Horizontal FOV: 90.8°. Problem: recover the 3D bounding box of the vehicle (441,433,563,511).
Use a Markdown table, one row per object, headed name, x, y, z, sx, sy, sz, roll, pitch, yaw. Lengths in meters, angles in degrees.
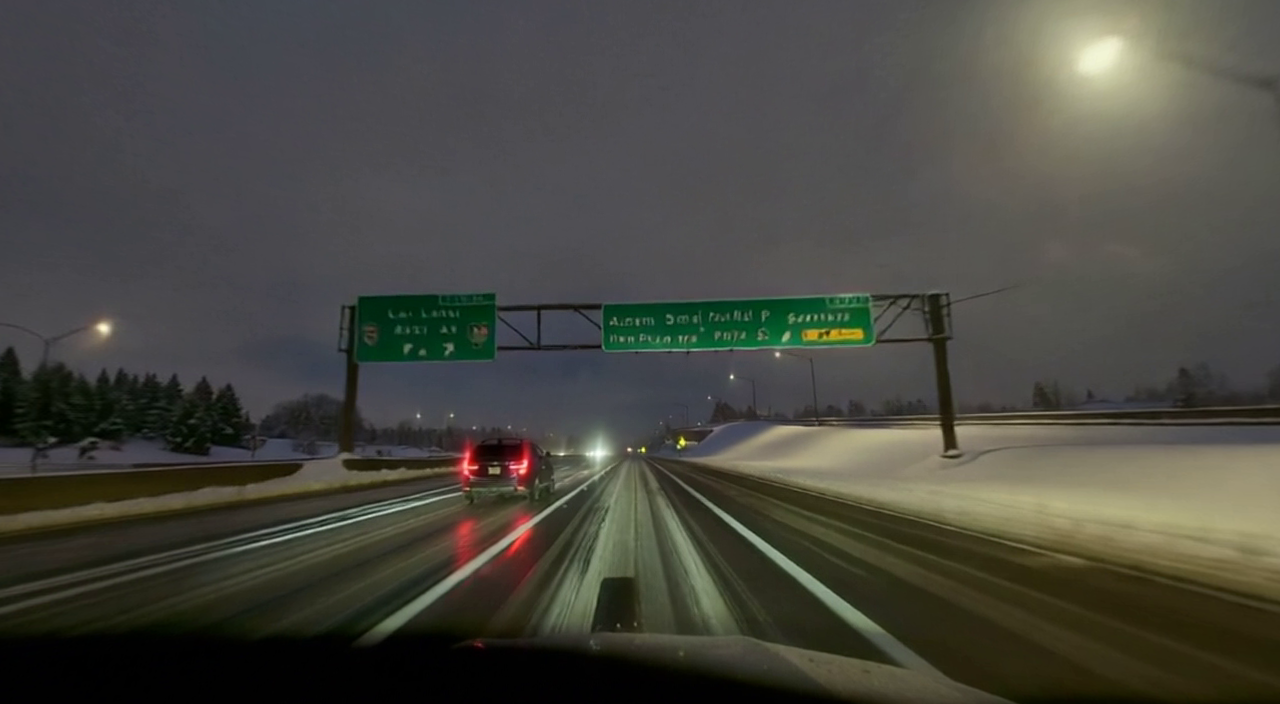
| name | x | y | z | sx | sy | sz | roll | pitch | yaw |
| --- | --- | --- | --- | --- | --- | --- | --- | --- | --- |
| vehicle | -3.320 | 2.989 | 16.245 | 2.178 | 1.699 | 4.321 | 0 | -8 | 0 |
